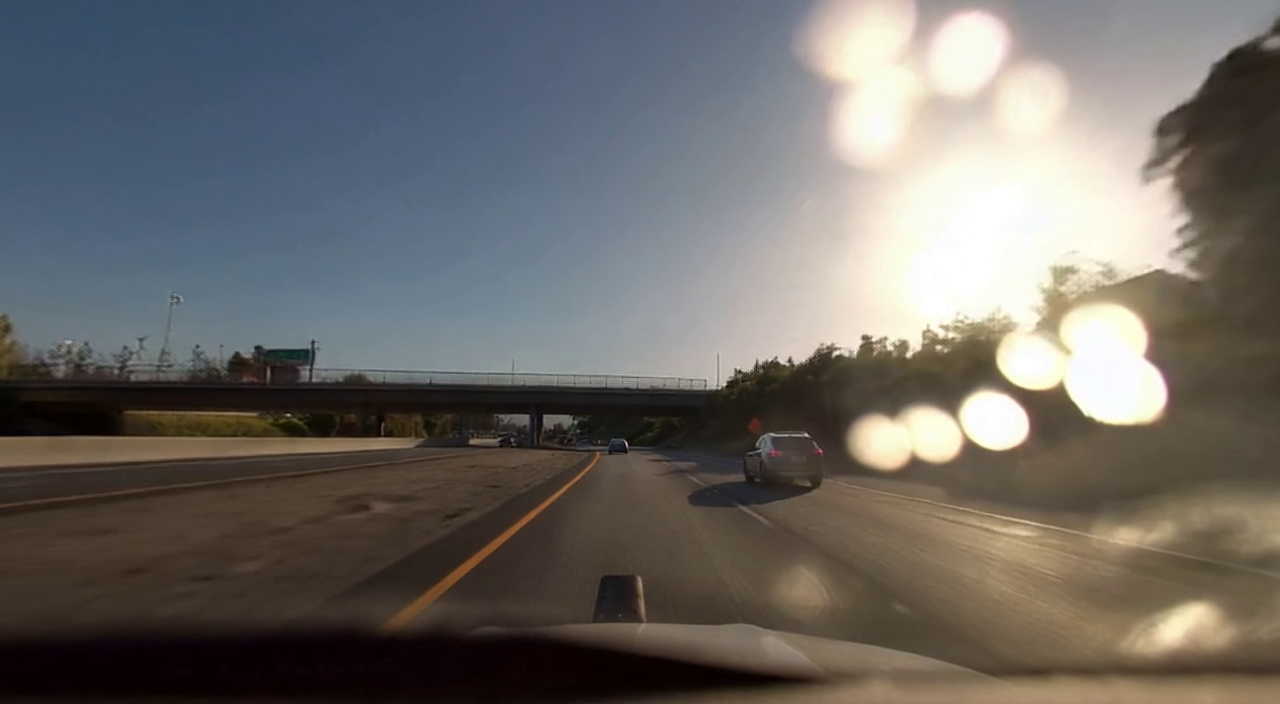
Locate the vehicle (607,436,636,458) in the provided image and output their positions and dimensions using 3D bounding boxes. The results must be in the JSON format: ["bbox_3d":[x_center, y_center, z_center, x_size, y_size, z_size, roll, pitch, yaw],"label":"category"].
[{"bbox_3d":[-1.397,6.979,46.432,1.998,1.512,3.735,0,-8,-3],"label":"vehicle"}]

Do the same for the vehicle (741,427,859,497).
[{"bbox_3d":[3.787,2.658,15.594,1.852,1.513,3.652,0,-8,-2],"label":"vehicle"}]
